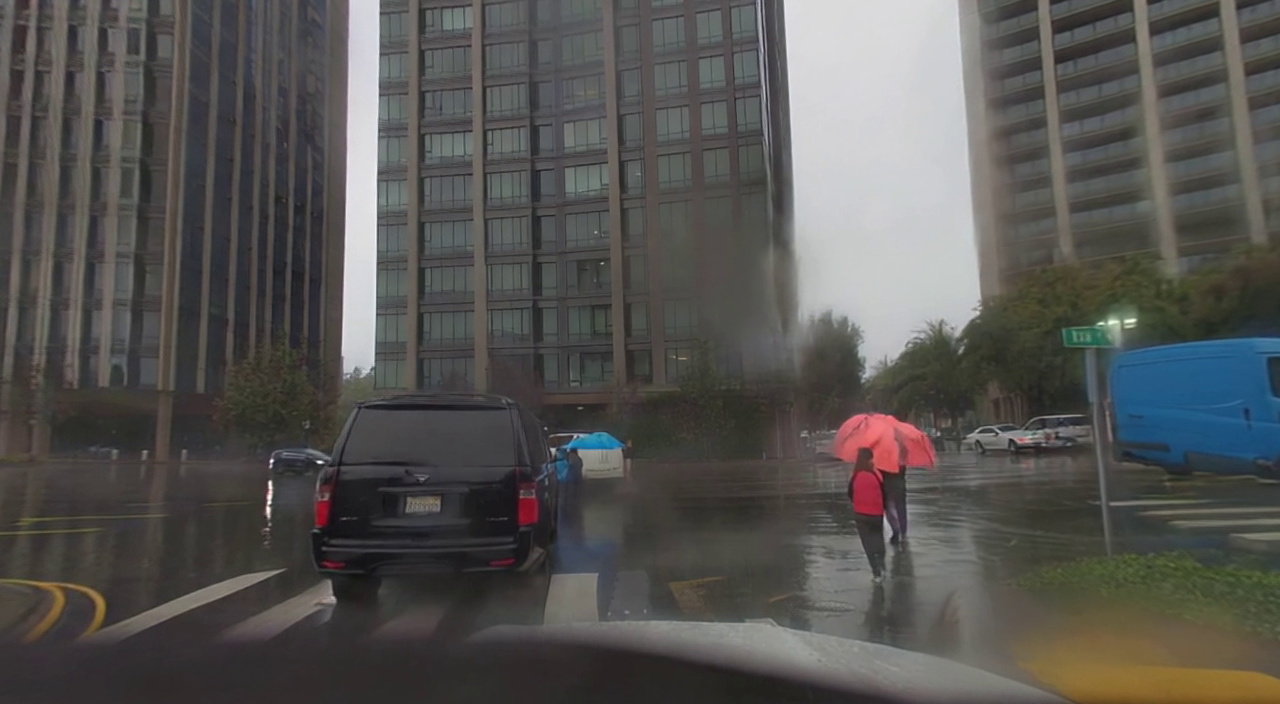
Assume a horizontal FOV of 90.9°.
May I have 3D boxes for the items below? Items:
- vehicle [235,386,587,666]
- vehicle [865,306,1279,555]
[{"bbox_3d":[-1.692,1.398,6.162,2.144,1.733,4.115,1,-9,-7],"label":"vehicle"},{"bbox_3d":[6.917,1.020,8.242,6.932,2.753,2.446,0,-8,1],"label":"vehicle"}]
